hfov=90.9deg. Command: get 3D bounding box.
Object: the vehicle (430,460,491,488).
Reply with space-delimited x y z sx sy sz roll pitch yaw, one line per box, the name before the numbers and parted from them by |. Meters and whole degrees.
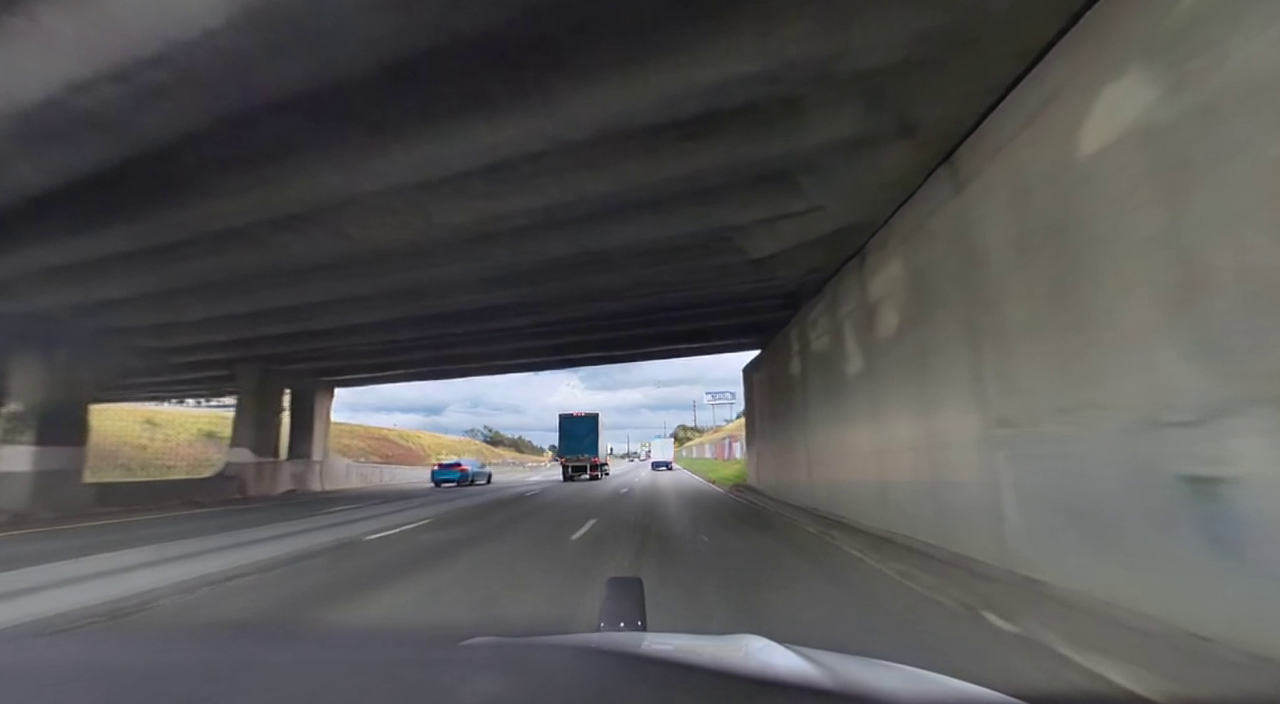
vehicle | -9.769 6.646 34.643 1.940 1.381 4.348 -1 -9 2
